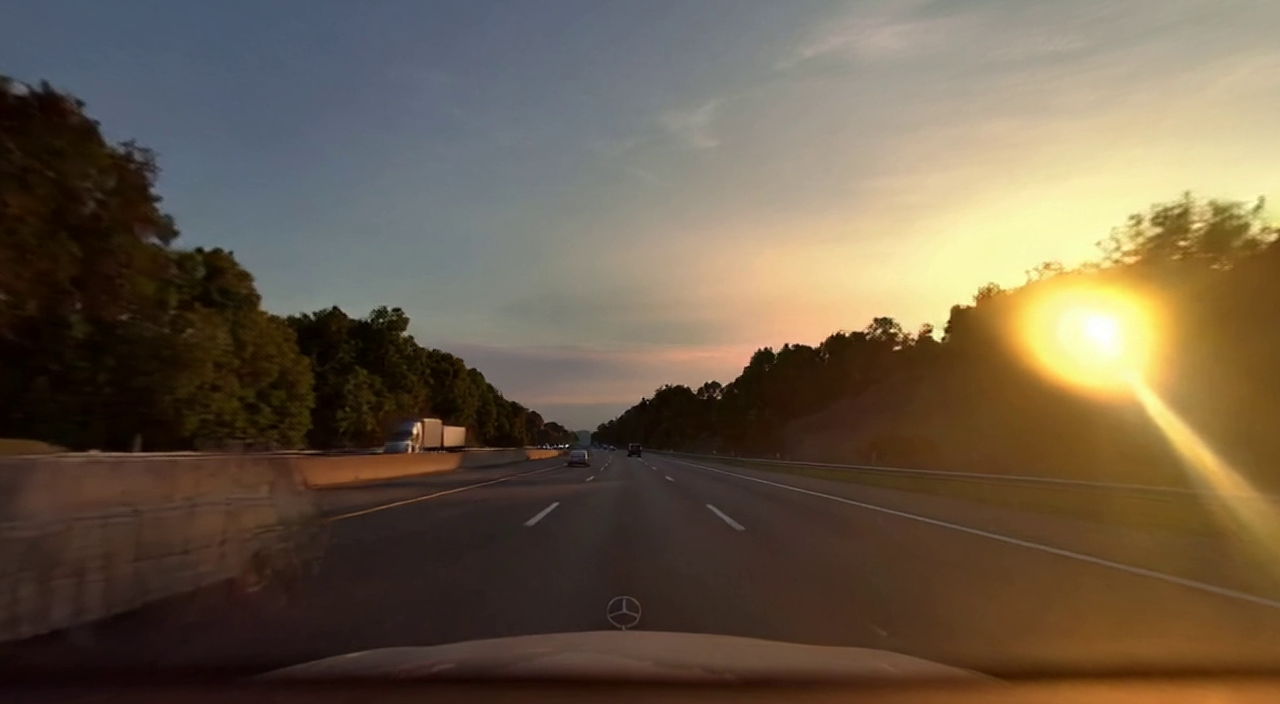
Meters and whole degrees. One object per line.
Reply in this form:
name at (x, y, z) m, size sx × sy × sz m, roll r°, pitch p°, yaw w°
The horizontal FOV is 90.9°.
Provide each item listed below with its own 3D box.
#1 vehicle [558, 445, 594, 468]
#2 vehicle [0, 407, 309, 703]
vehicle at (-4.411, 7.270, 44.008) m, size 2.022 × 1.513 × 4.613 m, roll 1°, pitch -9°, yaw -1°
vehicle at (-4.229, 1.085, 3.580) m, size 2.169 × 1.473 × 4.631 m, roll 0°, pitch -9°, yaw 0°
